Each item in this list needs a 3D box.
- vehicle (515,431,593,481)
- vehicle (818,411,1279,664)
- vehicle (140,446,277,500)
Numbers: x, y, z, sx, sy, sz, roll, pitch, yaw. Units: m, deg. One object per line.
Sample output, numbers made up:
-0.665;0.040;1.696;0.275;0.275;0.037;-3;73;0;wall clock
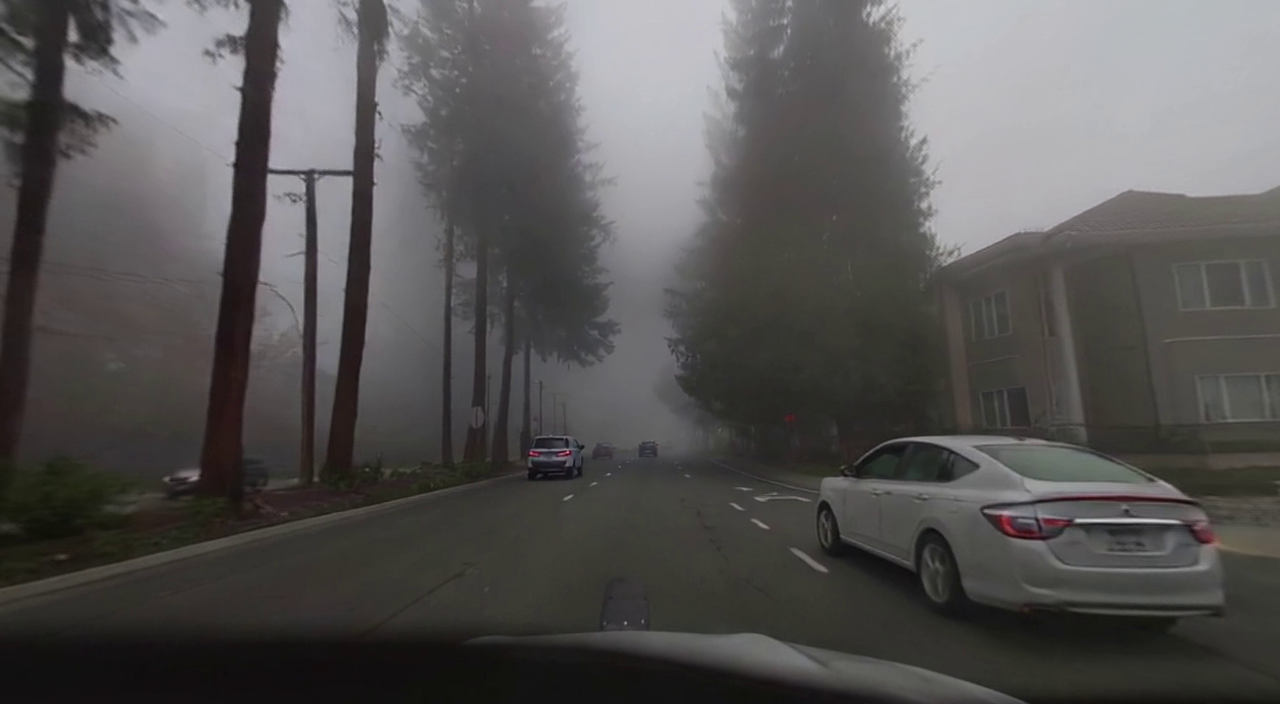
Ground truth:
-3.347;4.182;25.596;2.216;1.828;4.886;-1;-8;3;vehicle
3.307;1.450;6.068;1.945;1.530;4.320;0;-8;0;vehicle
-17.789;4.961;26.376;2.194;1.973;4.870;0;-8;0;vehicle
